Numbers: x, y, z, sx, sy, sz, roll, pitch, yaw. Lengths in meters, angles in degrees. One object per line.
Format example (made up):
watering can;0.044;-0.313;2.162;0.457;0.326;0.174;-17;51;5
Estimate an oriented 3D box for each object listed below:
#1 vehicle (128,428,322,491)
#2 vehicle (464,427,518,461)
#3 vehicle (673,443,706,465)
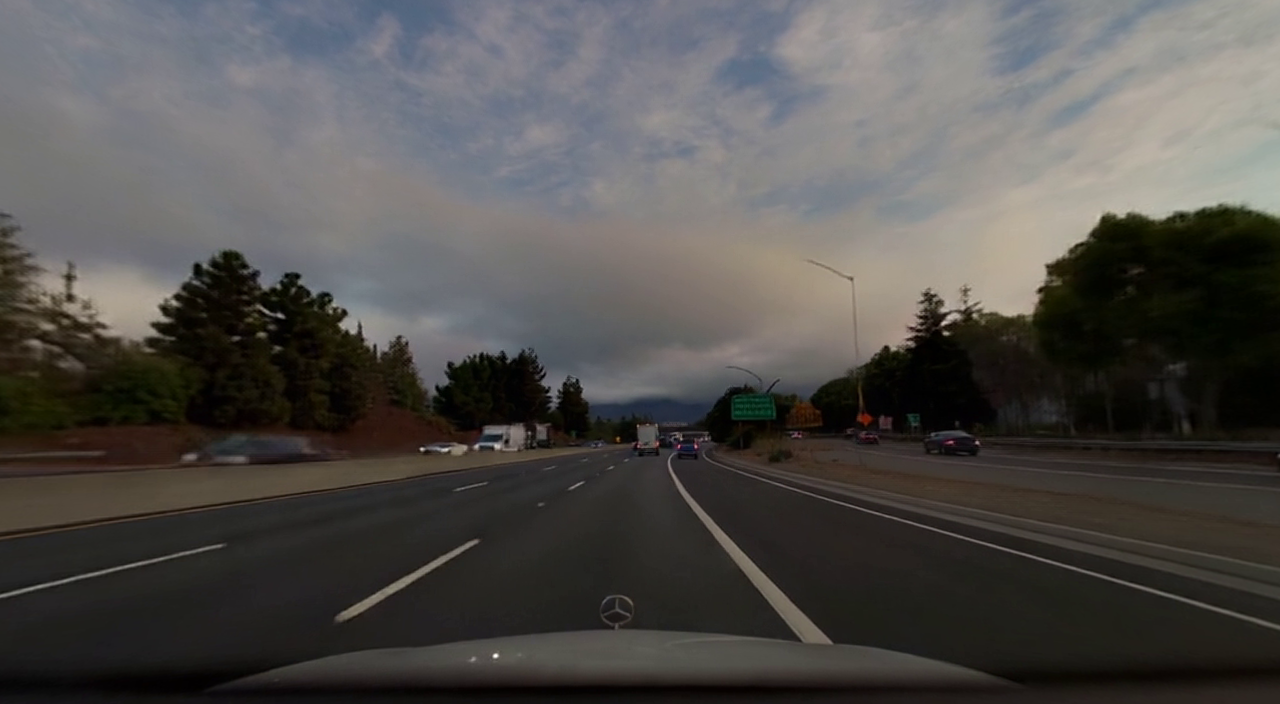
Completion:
vehicle;-12.977;3.411;20.457;2.281;1.743;5.822;0;-9;1
vehicle;-11.373;7.138;48.895;2.324;2.410;6.566;0;-8;2
vehicle;3.515;7.354;45.623;2.069;1.476;4.197;0;-8;0
